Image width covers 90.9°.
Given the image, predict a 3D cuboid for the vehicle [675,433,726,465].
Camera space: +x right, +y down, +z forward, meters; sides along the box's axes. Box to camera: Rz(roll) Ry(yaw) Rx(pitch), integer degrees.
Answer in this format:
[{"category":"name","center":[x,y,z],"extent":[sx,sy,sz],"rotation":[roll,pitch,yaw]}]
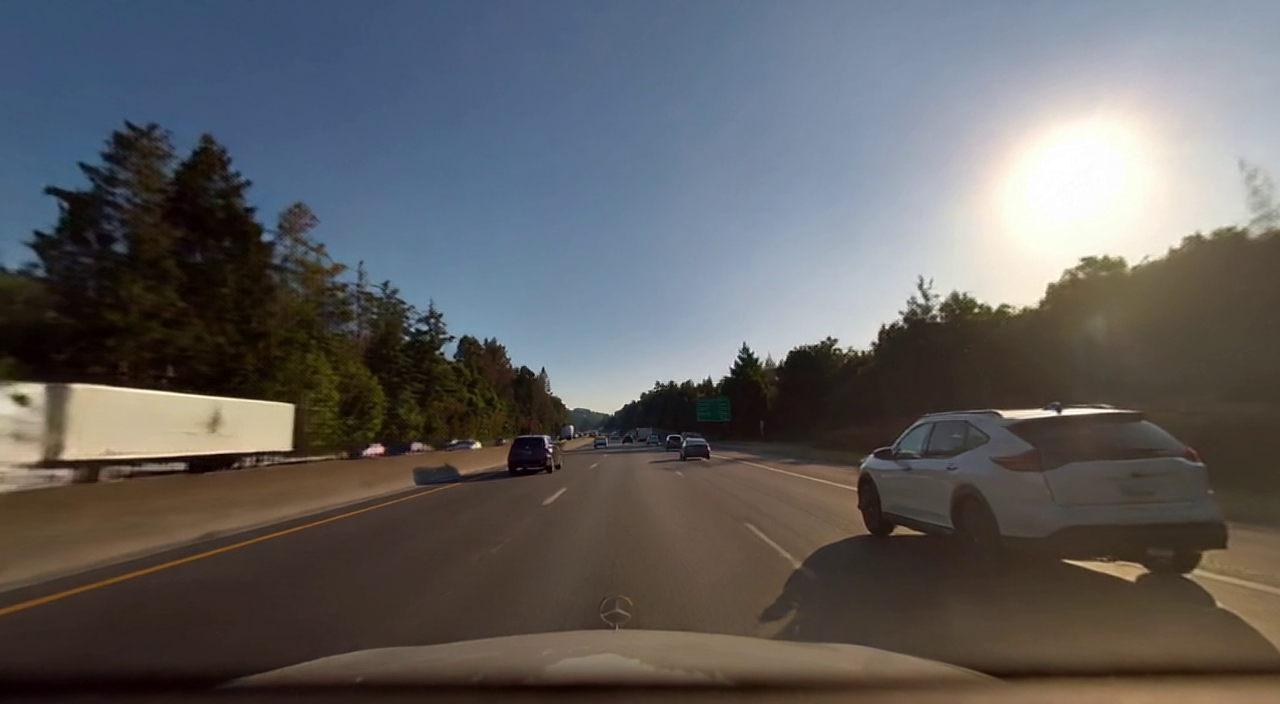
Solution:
[{"category":"vehicle","center":[2.921,4.774,31.173],"extent":[1.990,1.480,3.865],"rotation":[0,-8,-2]}]

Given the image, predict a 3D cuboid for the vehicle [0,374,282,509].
[{"category":"vehicle","center":[-19.629,3.505,25.234],"extent":[2.802,3.913,13.577],"rotation":[0,-8,-1]}]

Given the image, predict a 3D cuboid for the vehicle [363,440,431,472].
[{"category":"vehicle","center":[-12.364,5.287,32.389],"extent":[1.848,1.517,4.205],"rotation":[0,-8,-1]}]

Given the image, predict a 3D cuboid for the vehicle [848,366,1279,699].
[{"category":"vehicle","center":[3.665,1.204,5.559],"extent":[1.949,1.639,4.748],"rotation":[0,-8,-1]}]

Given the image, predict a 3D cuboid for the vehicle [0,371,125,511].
[{"category":"vehicle","center":[-19.468,2.652,18.852],"extent":[2.967,3.876,5.923],"rotation":[0,-8,-1]}]

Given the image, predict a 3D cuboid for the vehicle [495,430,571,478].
[{"category":"vehicle","center":[-3.857,3.746,23.562],"extent":[2.011,1.614,4.808],"rotation":[0,-8,0]}]
